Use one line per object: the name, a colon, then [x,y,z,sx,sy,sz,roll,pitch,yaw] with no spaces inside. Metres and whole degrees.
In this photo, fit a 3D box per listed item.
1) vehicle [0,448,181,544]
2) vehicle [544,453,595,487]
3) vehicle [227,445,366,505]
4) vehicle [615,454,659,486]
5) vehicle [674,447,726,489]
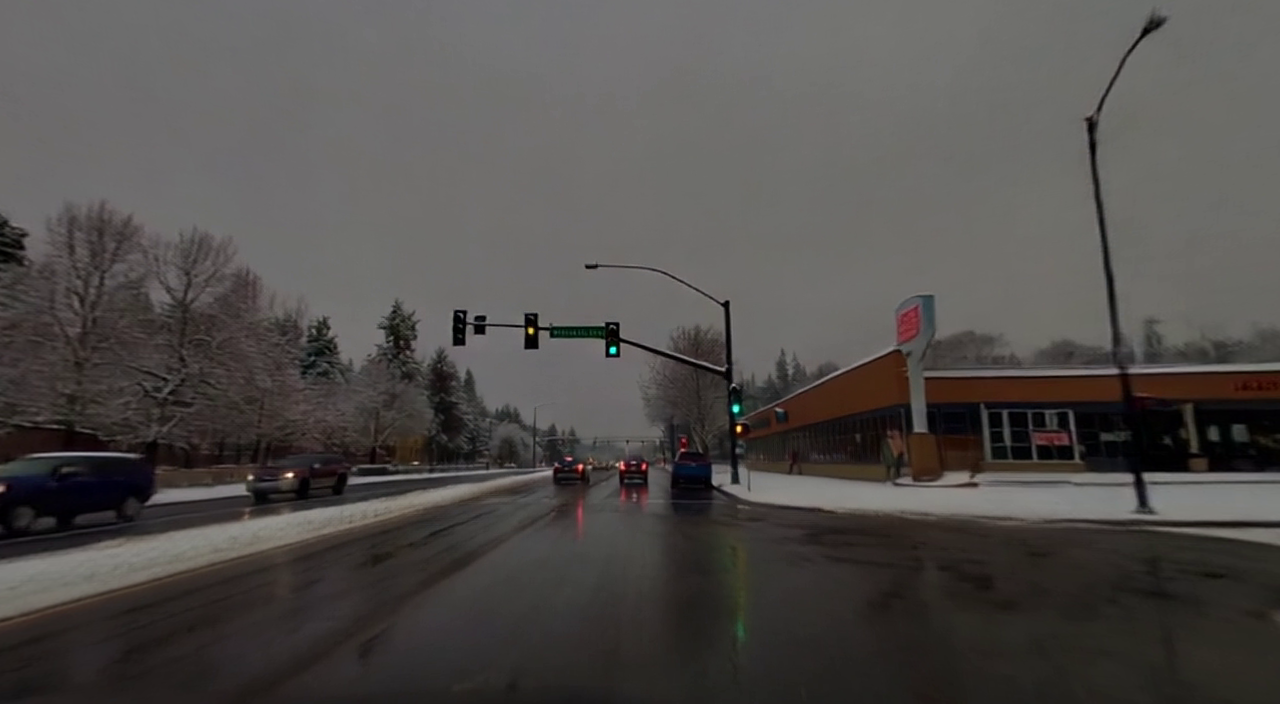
vehicle: [-12.501,2.921,13.507,1.986,1.712,4.399,0,-9,1]
vehicle: [-3.315,5.628,30.459,1.921,1.477,4.083,0,-9,2]
vehicle: [-12.272,4.395,23.073,2.260,1.921,4.902,0,-9,0]
vehicle: [-0.115,5.960,32.270,2.085,1.475,3.976,0,-9,1]
vehicle: [2.829,5.637,31.090,2.175,1.850,5.118,0,-9,1]
